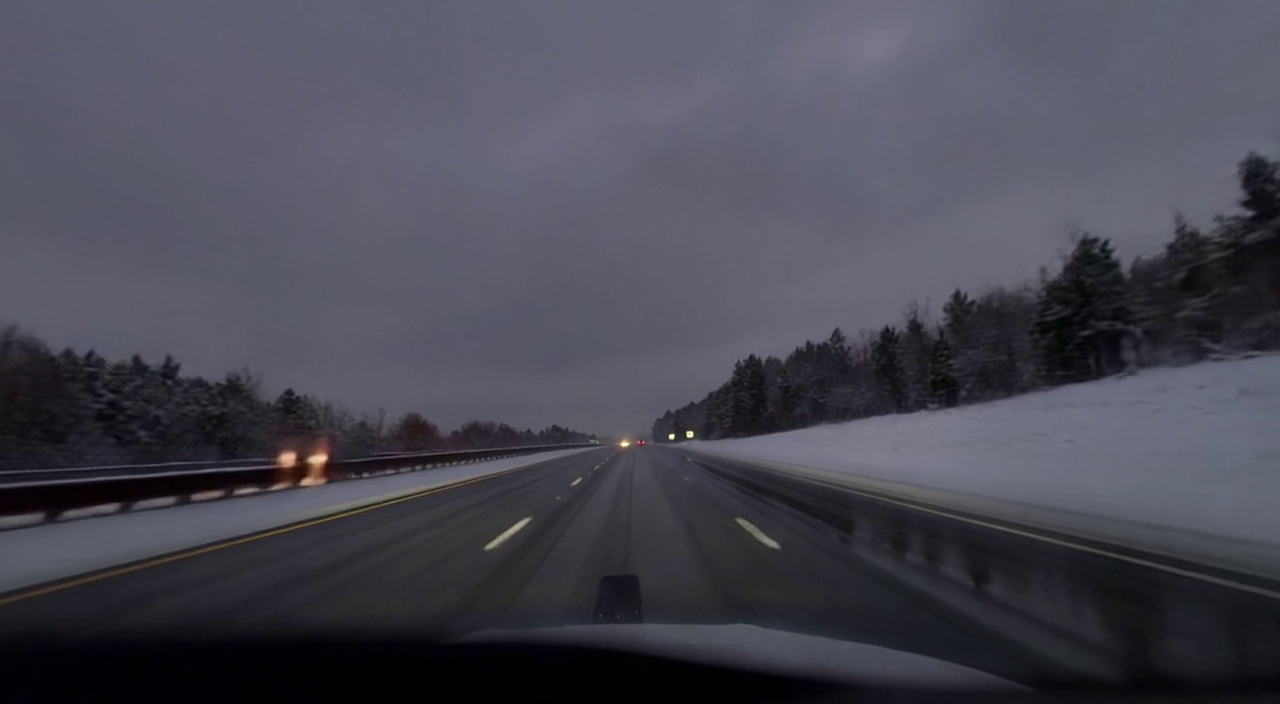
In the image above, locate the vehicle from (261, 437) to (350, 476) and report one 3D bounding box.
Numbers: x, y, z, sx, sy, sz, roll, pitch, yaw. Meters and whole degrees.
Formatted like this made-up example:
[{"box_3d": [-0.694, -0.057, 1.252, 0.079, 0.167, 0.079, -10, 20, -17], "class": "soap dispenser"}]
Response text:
[{"box_3d": [-16.261, 5.064, 30.904, 1.933, 1.764, 4.400, 0, -8, -1], "class": "vehicle"}]
